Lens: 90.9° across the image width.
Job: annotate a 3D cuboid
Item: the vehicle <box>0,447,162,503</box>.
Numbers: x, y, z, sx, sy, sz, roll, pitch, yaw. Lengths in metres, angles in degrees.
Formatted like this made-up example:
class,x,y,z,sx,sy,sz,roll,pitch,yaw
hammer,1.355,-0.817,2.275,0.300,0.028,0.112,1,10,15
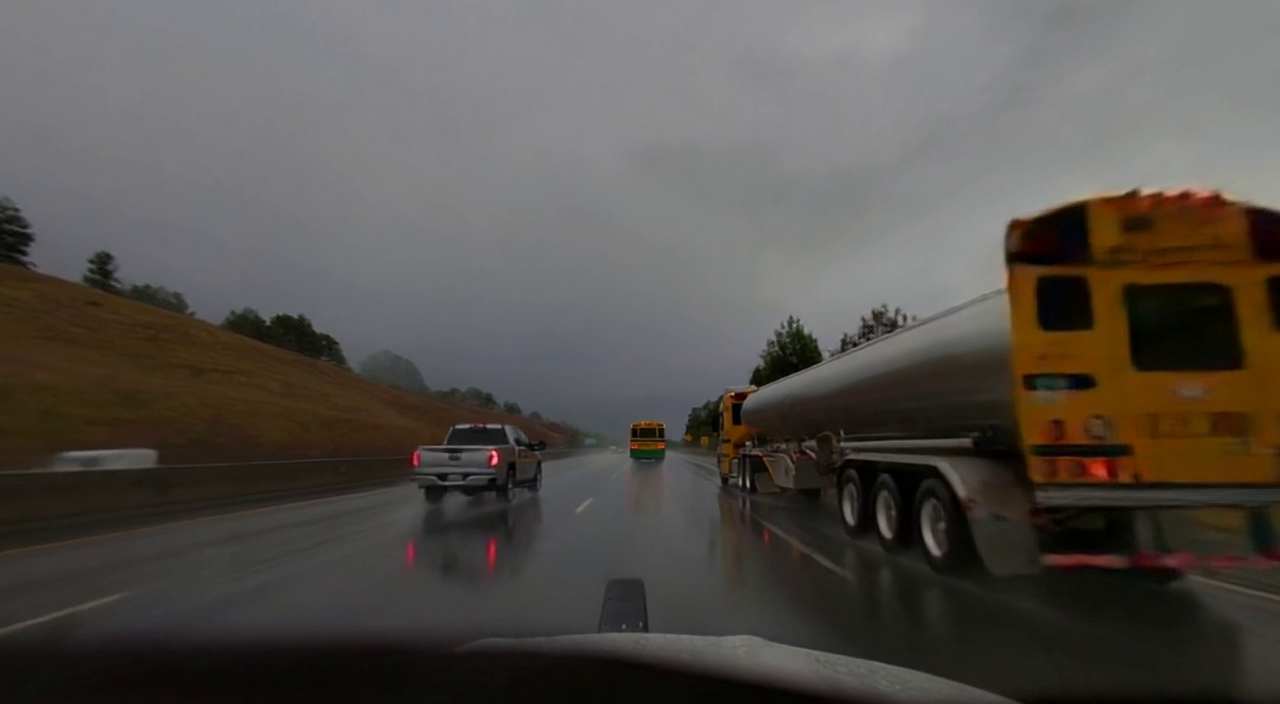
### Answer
class,x,y,z,sx,sy,sz,roll,pitch,yaw
vehicle,-21.423,4.640,24.368,2.145,1.885,4.676,0,-8,0

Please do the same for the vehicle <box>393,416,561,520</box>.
class,x,y,z,sx,sy,sz,roll,pitch,yaw
vehicle,-3.441,2.610,14.843,2.241,1.927,5.833,0,-8,2

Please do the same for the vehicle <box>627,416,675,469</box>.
class,x,y,z,sx,sy,sz,roll,pitch,yaw
vehicle,0.705,6.436,44.772,2.948,3.265,10.569,0,-8,0

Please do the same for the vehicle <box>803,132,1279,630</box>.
class,x,y,z,sx,sy,sz,roll,pitch,yaw
vehicle,4.397,0.621,8.156,2.716,3.705,7.018,0,-8,1
